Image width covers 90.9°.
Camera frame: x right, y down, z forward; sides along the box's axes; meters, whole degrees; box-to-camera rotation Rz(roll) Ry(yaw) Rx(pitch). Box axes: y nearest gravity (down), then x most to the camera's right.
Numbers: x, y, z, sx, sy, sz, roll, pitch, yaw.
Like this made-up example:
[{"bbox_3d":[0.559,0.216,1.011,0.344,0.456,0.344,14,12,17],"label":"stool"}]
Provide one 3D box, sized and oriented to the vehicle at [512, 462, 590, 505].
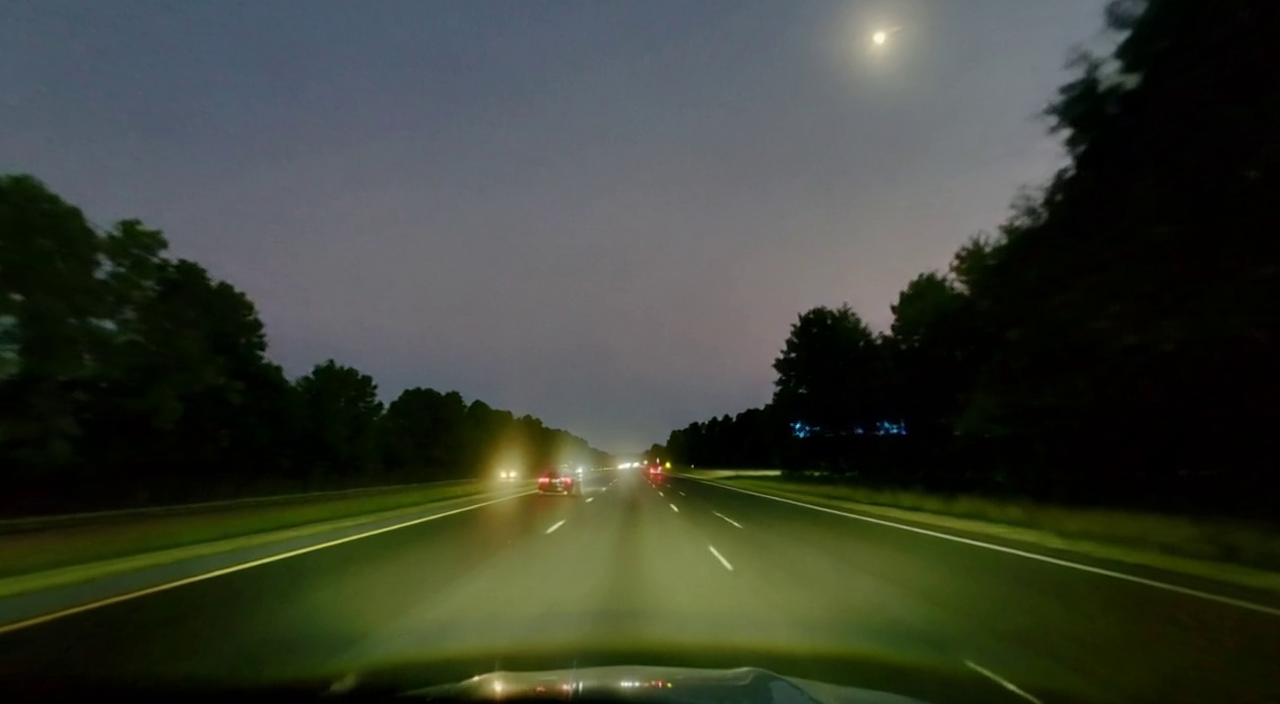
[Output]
[{"bbox_3d":[-3.240,4.950,23.948,2.183,1.435,4.653,0,-10,1],"label":"vehicle"}]
